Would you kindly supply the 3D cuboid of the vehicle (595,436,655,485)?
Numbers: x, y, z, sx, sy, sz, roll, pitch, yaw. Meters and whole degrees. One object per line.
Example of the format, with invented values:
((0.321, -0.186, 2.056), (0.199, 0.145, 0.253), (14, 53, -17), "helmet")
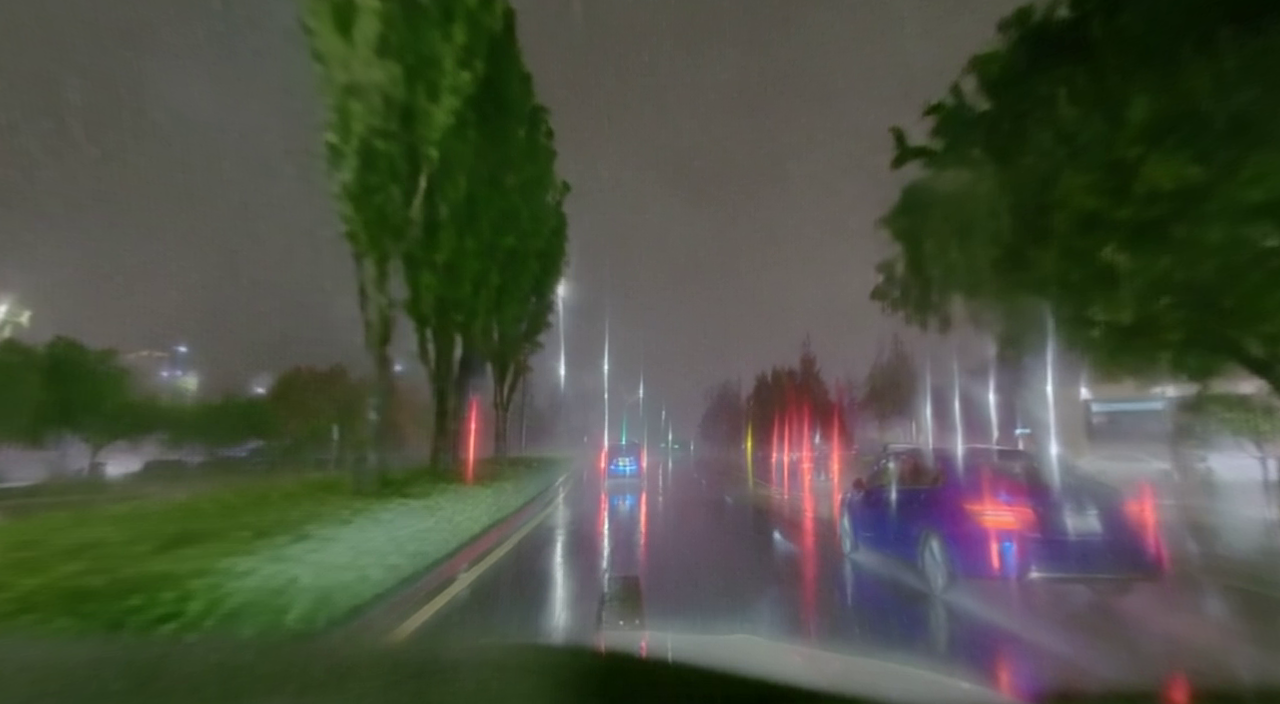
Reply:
((-0.625, 4.132, 24.353), (2.085, 1.693, 4.301), (0, -8, -3), "vehicle")

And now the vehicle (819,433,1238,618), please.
((3.666, 1.683, 7.173), (1.918, 1.418, 4.360), (0, -8, -1), "vehicle")
